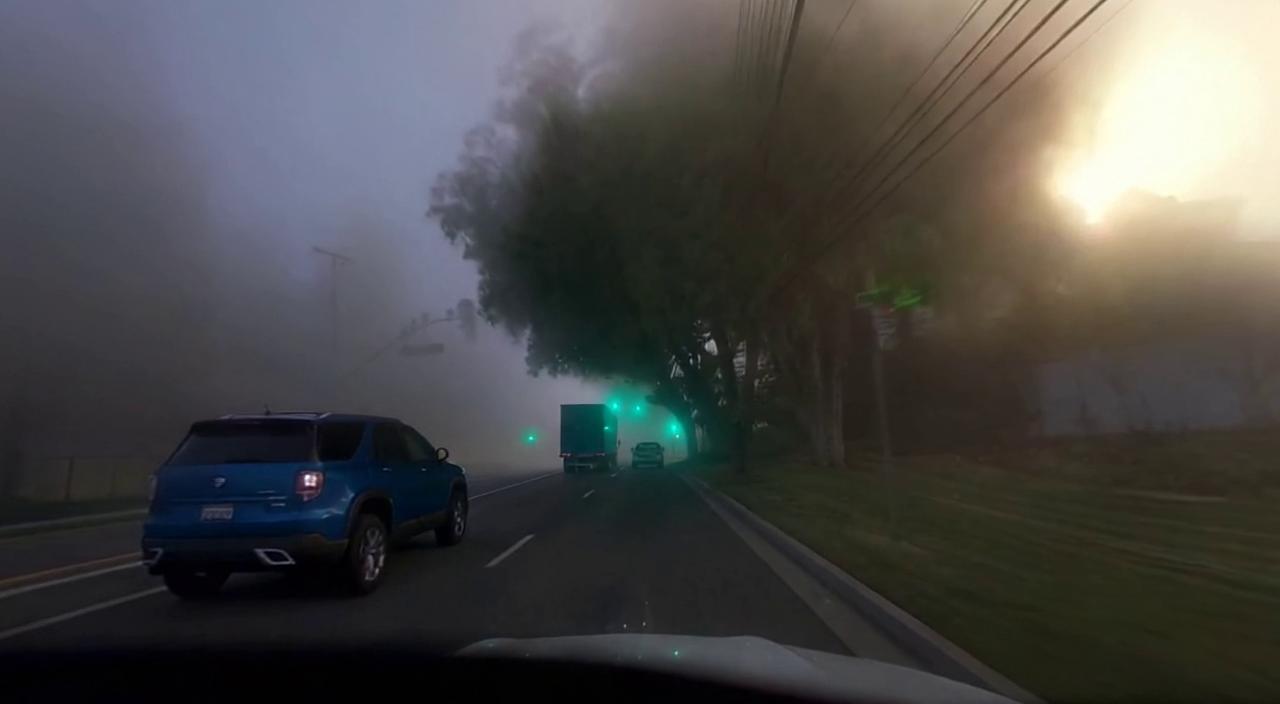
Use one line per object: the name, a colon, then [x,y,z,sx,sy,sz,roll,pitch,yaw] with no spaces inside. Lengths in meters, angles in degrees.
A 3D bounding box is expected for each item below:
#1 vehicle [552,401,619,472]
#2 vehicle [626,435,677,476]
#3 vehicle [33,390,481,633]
vehicle: [-2.986,5.070,37.322,2.928,3.658,8.980,0,-8,2]
vehicle: [0.513,4.794,29.389,2.174,1.749,4.113,0,-9,1]
vehicle: [-3.504,1.550,7.129,2.093,1.832,4.508,0,-9,2]
